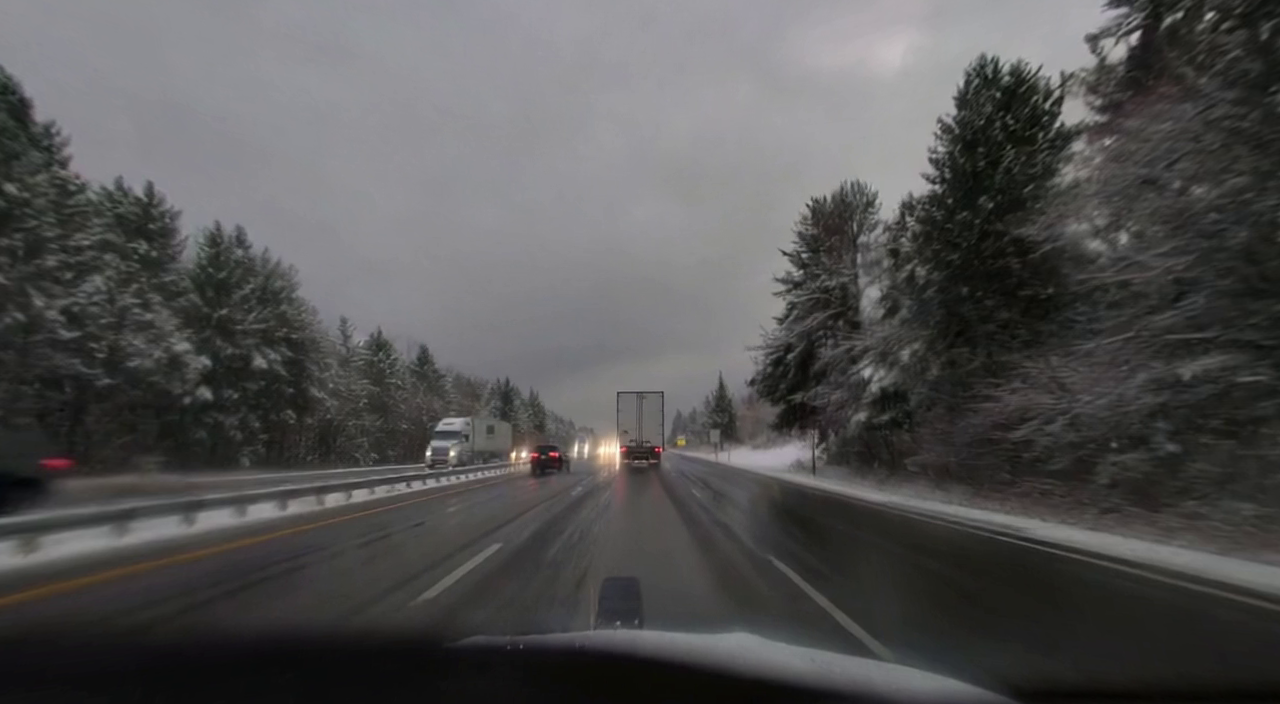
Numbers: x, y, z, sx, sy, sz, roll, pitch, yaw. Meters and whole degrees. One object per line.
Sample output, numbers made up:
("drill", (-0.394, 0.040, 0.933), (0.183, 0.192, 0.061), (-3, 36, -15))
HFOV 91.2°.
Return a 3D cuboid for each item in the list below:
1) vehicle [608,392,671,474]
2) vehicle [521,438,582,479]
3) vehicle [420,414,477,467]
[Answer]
("vehicle", (-0.034, 4.847, 36.673), (3.100, 4.091, 10.664), (0, -9, 0))
("vehicle", (-3.885, 4.756, 28.155), (2.112, 1.645, 4.129), (0, -9, 0))
("vehicle", (-14.591, 6.792, 48.044), (2.869, 3.906, 3.898), (0, -9, 2))
